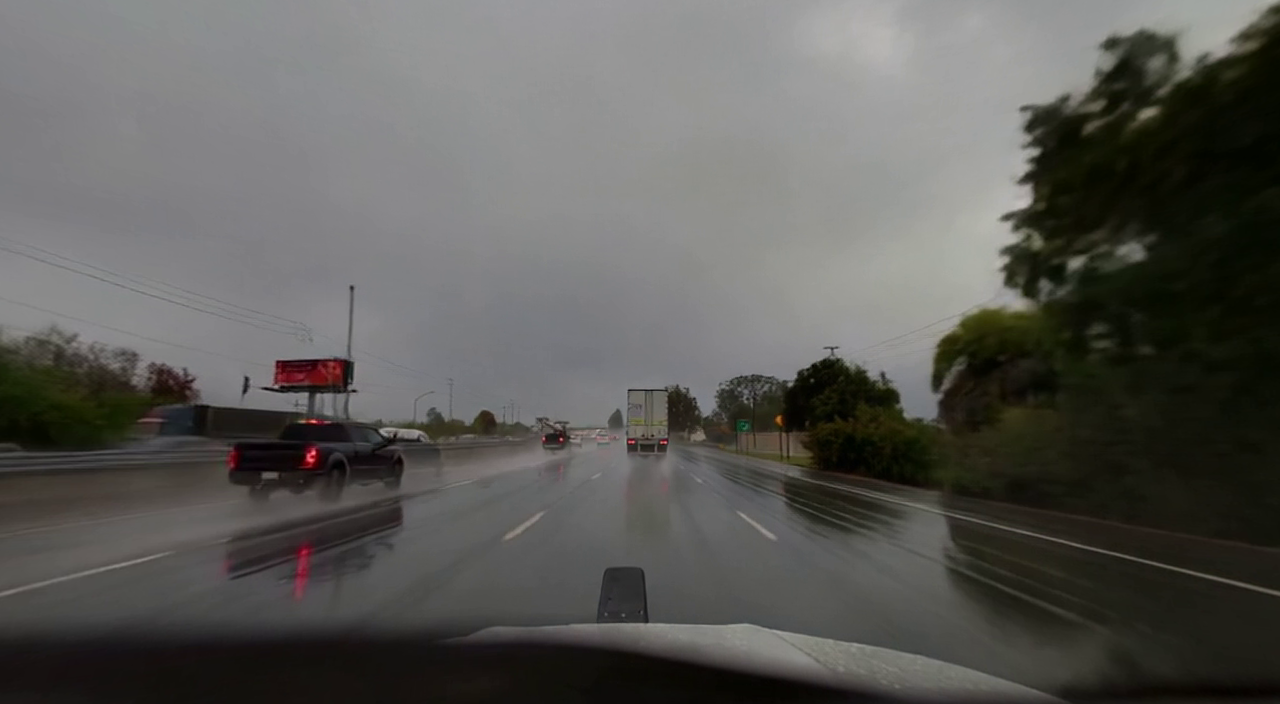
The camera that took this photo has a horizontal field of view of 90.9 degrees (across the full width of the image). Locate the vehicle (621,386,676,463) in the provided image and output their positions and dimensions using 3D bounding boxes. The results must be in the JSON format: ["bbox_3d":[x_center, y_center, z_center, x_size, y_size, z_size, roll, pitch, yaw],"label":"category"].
[{"bbox_3d":[0.633,4.585,38.557,2.879,4.027,11.243,-1,-8,2],"label":"vehicle"}]

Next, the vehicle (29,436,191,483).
[{"bbox_3d":[-17.933,3.634,21.660,1.911,1.440,4.191,0,-8,0],"label":"vehicle"}]

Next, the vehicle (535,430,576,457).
[{"bbox_3d":[-6.430,7.041,48.765,2.263,1.936,5.802,0,-8,1],"label":"vehicle"}]

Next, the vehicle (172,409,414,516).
[{"bbox_3d":[-7.049,2.319,13.759,2.197,1.847,5.364,0,-8,0],"label":"vehicle"}]

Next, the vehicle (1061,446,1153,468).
[{"bbox_3d":[33.486,7.534,45.347,1.757,1.437,4.897,5,-10,-34],"label":"vehicle"}]
